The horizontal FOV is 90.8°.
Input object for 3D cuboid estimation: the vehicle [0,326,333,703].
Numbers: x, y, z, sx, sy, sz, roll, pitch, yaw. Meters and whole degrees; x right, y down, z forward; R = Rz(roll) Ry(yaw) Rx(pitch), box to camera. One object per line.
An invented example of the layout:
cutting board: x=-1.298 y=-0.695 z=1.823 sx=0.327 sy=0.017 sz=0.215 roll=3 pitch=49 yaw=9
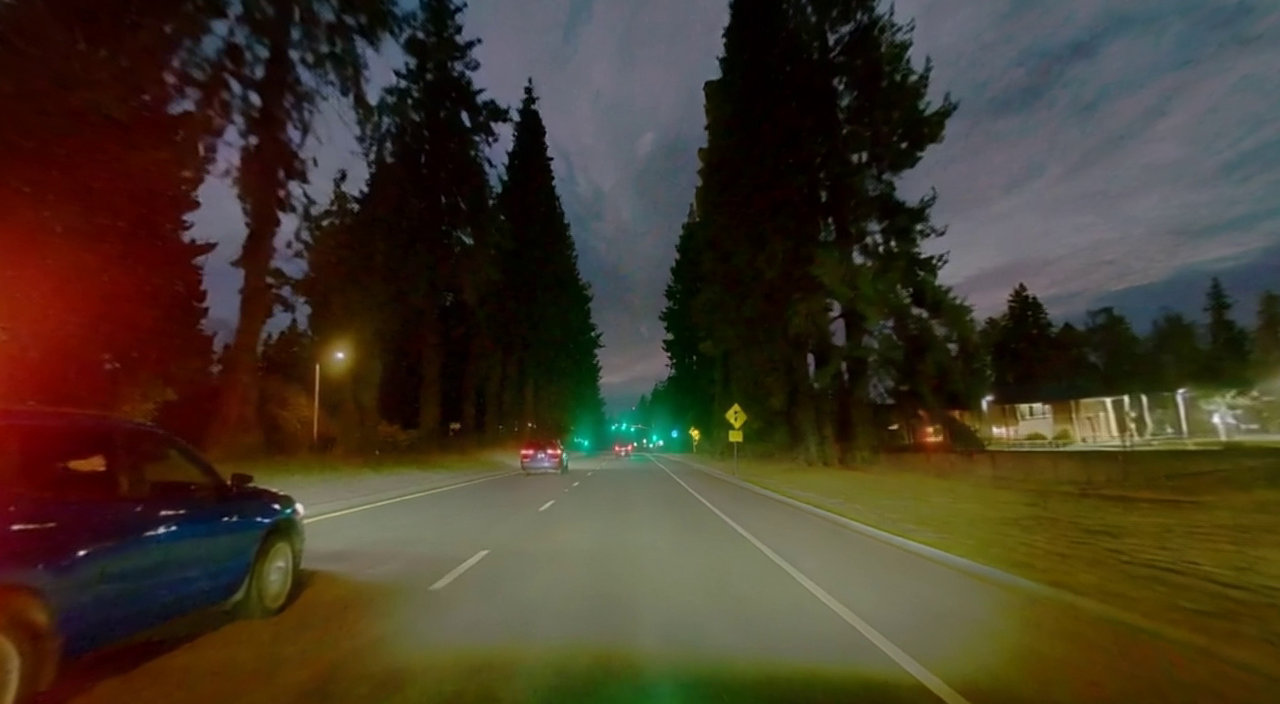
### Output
vehicle: x=-3.527 y=0.843 z=2.851 sx=2.152 sy=1.731 sz=4.335 roll=0 pitch=-8 yaw=-1

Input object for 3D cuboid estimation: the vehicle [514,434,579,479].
vehicle: x=-3.881 y=4.422 z=26.972 sx=2.078 sy=1.748 sz=4.279 roll=0 pitch=-8 yaw=0
